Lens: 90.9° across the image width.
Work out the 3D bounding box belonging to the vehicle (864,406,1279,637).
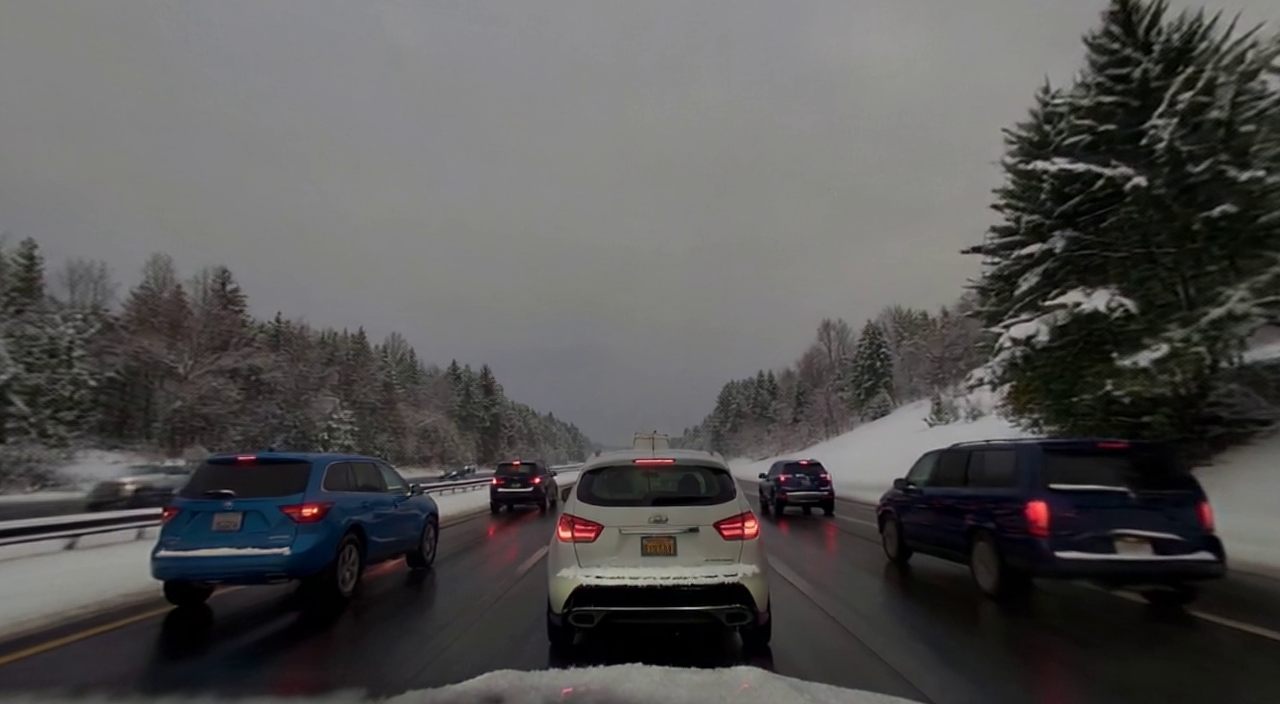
[{"bbox_3d":[4.459,1.804,7.450,1.984,1.876,4.287,1,-11,0],"label":"vehicle"}]

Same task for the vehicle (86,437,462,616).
[{"bbox_3d":[-3.894,1.956,7.829,1.994,1.556,4.263,0,-11,1],"label":"vehicle"}]

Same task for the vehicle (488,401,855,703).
[{"bbox_3d":[0.161,1.537,5.713,2.057,1.725,4.126,1,-11,-1],"label":"vehicle"}]
